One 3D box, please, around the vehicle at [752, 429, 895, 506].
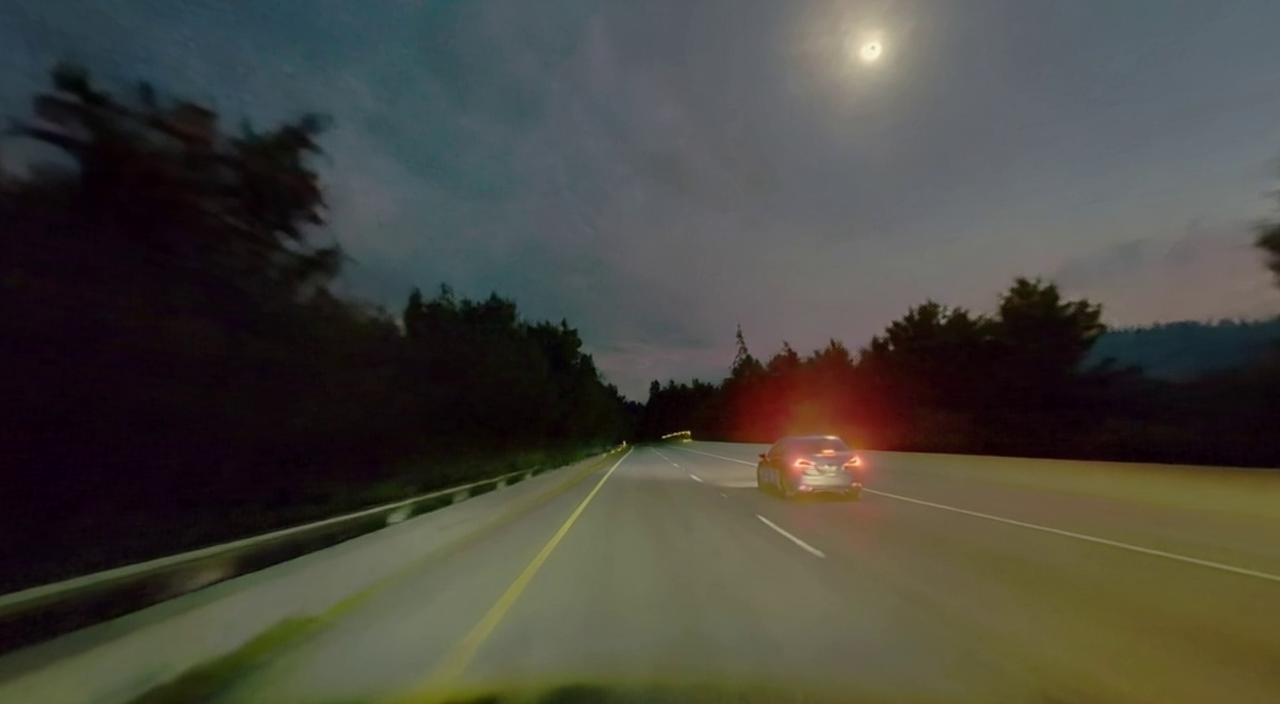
[{"bbox_3d":[4.148,2.680,15.150,1.905,1.525,4.719,0,-8,-1],"label":"vehicle"}]
